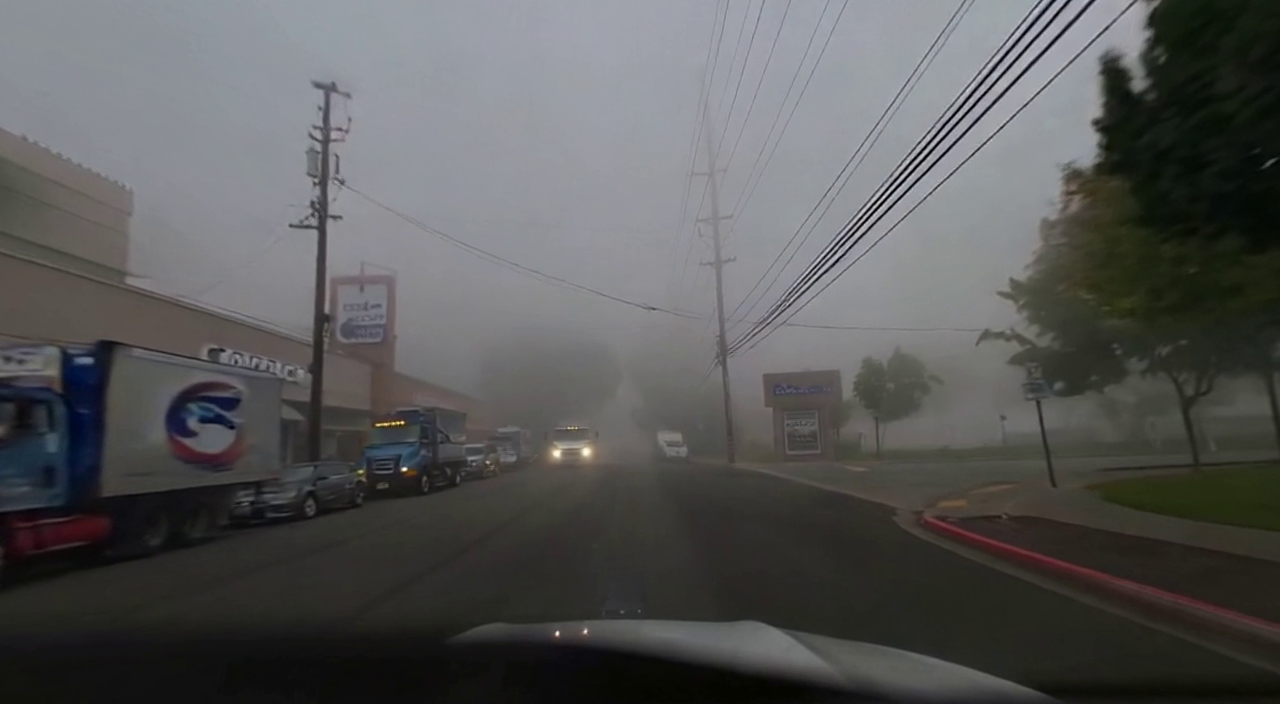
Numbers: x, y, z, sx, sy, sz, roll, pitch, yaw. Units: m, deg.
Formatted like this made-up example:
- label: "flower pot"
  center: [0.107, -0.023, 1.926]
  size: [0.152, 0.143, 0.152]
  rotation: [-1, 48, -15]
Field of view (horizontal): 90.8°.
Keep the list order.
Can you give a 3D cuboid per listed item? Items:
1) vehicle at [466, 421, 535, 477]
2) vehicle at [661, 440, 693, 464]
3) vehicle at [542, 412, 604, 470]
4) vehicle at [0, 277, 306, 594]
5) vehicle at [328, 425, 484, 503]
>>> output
- label: "vehicle"
  center: [-8.704, 6.152, 40.312]
  size: [2.745, 3.157, 7.388]
  rotation: [-1, -8, 0]
- label: "vehicle"
  center: [2.877, 7.900, 49.916]
  size: [2.097, 1.784, 4.915]
  rotation: [0, -8, -1]
- label: "vehicle"
  center: [-4.192, 5.995, 42.298]
  size: [2.994, 3.308, 12.131]
  rotation: [0, -8, -1]
- label: "vehicle"
  center: [-8.359, 1.351, 9.851]
  size: [2.811, 3.398, 6.693]
  rotation: [-3, -7, -1]
- label: "vehicle"
  center: [-8.088, 3.979, 23.028]
  size: [2.737, 2.345, 7.210]
  rotation: [-1, -8, 2]
